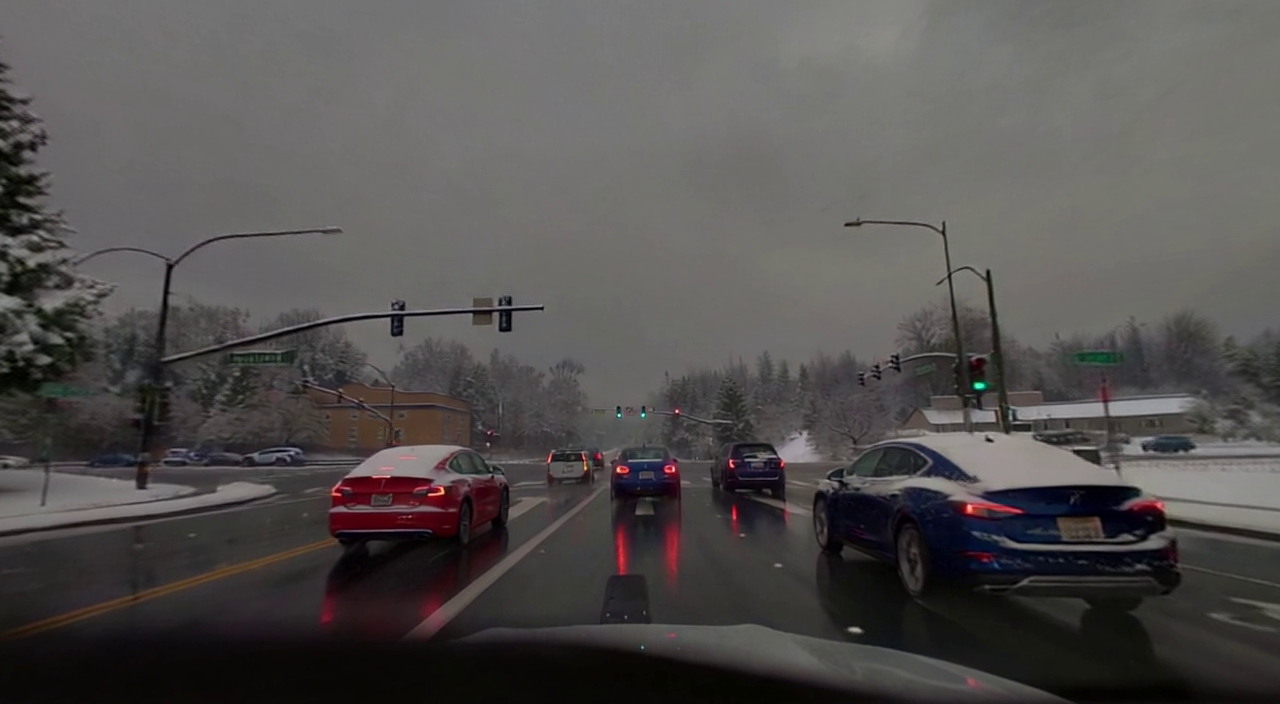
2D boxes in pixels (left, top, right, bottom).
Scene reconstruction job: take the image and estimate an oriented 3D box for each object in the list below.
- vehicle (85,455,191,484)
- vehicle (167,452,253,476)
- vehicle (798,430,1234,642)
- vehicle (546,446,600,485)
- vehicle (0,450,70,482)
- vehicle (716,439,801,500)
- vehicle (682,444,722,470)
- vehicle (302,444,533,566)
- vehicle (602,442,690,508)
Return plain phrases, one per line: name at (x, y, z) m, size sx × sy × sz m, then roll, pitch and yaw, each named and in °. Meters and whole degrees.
vehicle at (-29.689, 6.947, 37.370) m, size 4.551 × 1.533 × 2.070 m, roll -1°, pitch -8°, yaw 2°
vehicle at (-30.243, 7.872, 44.415) m, size 4.427 × 1.629 × 2.213 m, roll -1°, pitch -8°, yaw 2°
vehicle at (3.342, 1.691, 6.986) m, size 1.951 × 1.522 × 4.614 m, roll 0°, pitch -8°, yaw 0°
vehicle at (-2.879, 4.939, 27.818) m, size 2.089 × 1.537 × 4.073 m, roll 0°, pitch -8°, yaw -2°
vehicle at (-38.012, 6.879, 37.986) m, size 5.268 × 1.770 × 2.107 m, roll -2°, pitch -9°, yaw 1°
vehicle at (3.654, 3.695, 20.238) m, size 1.938 × 1.732 × 4.006 m, roll 0°, pitch -8°, yaw 0°
vehicle at (4.051, 6.948, 42.029) m, size 2.138 × 1.624 × 4.417 m, roll 0°, pitch -8°, yaw -1°
vehicle at (-3.151, 2.238, 10.094) m, size 2.015 × 1.478 × 4.407 m, roll -1°, pitch -8°, yaw 1°
vehicle at (0.098, 3.319, 17.496) m, size 2.144 × 1.563 × 4.218 m, roll 0°, pitch -9°, yaw -1°
